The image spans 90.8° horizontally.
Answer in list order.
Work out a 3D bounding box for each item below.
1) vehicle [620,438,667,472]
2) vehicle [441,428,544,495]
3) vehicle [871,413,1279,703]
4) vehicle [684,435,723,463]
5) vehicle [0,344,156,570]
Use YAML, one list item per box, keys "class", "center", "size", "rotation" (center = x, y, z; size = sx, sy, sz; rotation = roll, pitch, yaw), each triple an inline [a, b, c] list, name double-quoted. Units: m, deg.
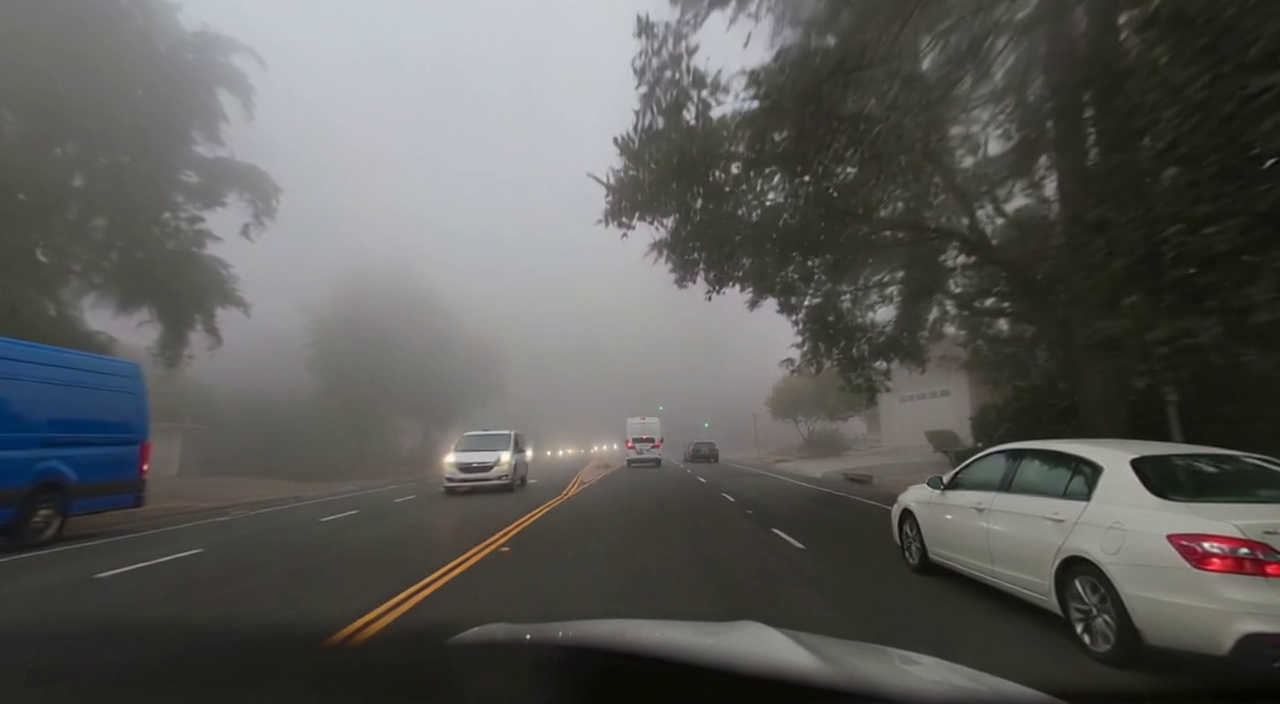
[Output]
- class: "vehicle"
  center: [0.157, 4.956, 30.655]
  size: [2.114, 1.483, 4.207]
  rotation: [0, -8, 0]
- class: "vehicle"
  center: [-4.361, 3.319, 19.533]
  size: [2.054, 1.772, 4.817]
  rotation: [0, -8, -1]
- class: "vehicle"
  center: [3.587, 1.293, 4.800]
  size: [1.973, 1.447, 4.402]
  rotation: [0, -8, 0]
- class: "vehicle"
  center: [4.328, 6.693, 43.761]
  size: [2.187, 1.847, 4.553]
  rotation: [0, -8, -1]
- class: "vehicle"
  center: [-10.916, 1.367, 8.125]
  size: [2.754, 3.338, 8.405]
  rotation: [0, -9, -1]
